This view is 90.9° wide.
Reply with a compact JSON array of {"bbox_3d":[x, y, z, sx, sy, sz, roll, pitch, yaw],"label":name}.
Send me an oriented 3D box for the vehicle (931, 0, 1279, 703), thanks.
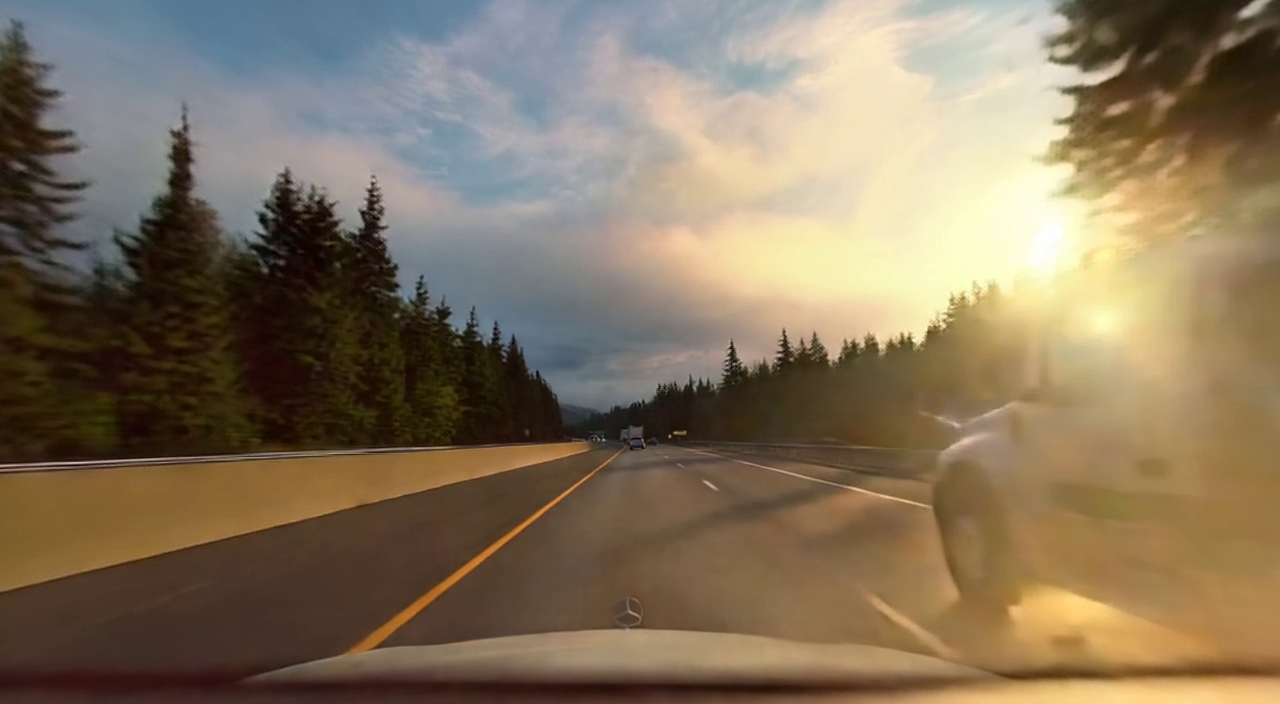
[{"bbox_3d":[4.168,-0.249,1.120,3.013,3.462,8.956,0,-8,0],"label":"vehicle"}]
